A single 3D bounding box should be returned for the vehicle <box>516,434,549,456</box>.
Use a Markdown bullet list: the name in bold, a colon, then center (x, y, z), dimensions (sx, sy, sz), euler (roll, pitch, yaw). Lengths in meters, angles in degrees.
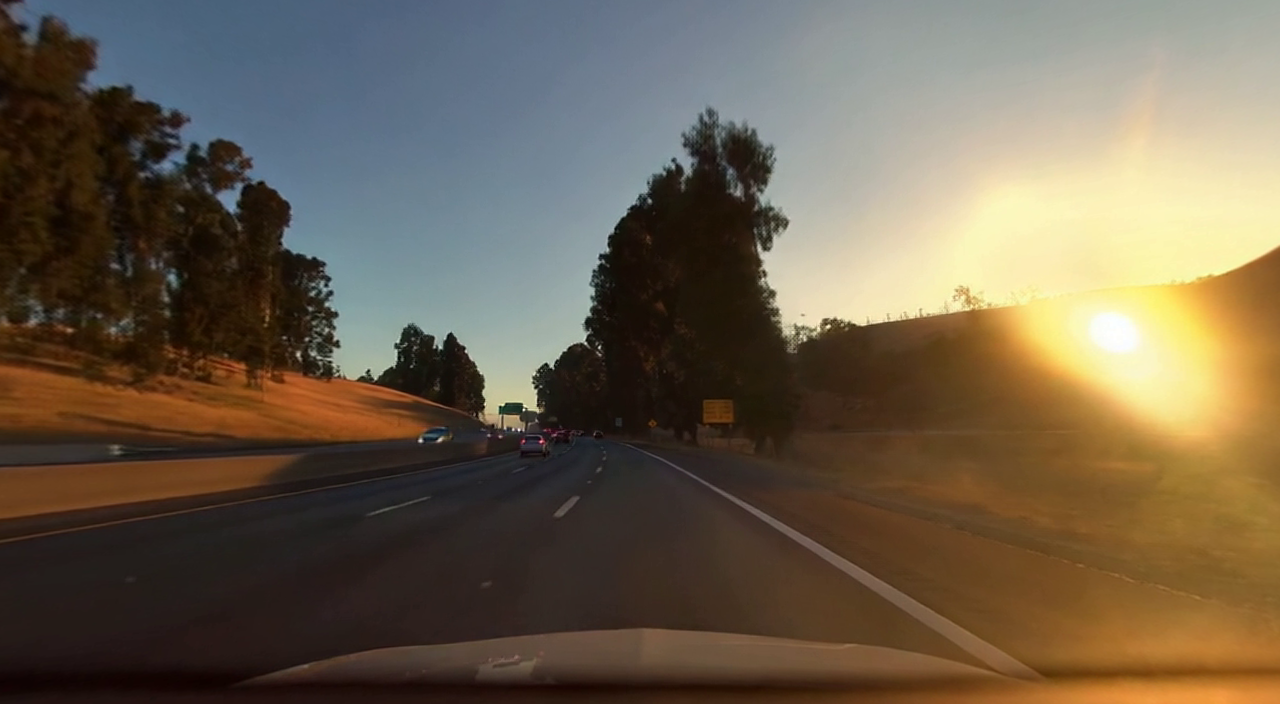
- **vehicle**: center (-8.205, 7.135, 48.378), dimensions (1.931, 1.608, 3.977), euler (0, -8, -2)
